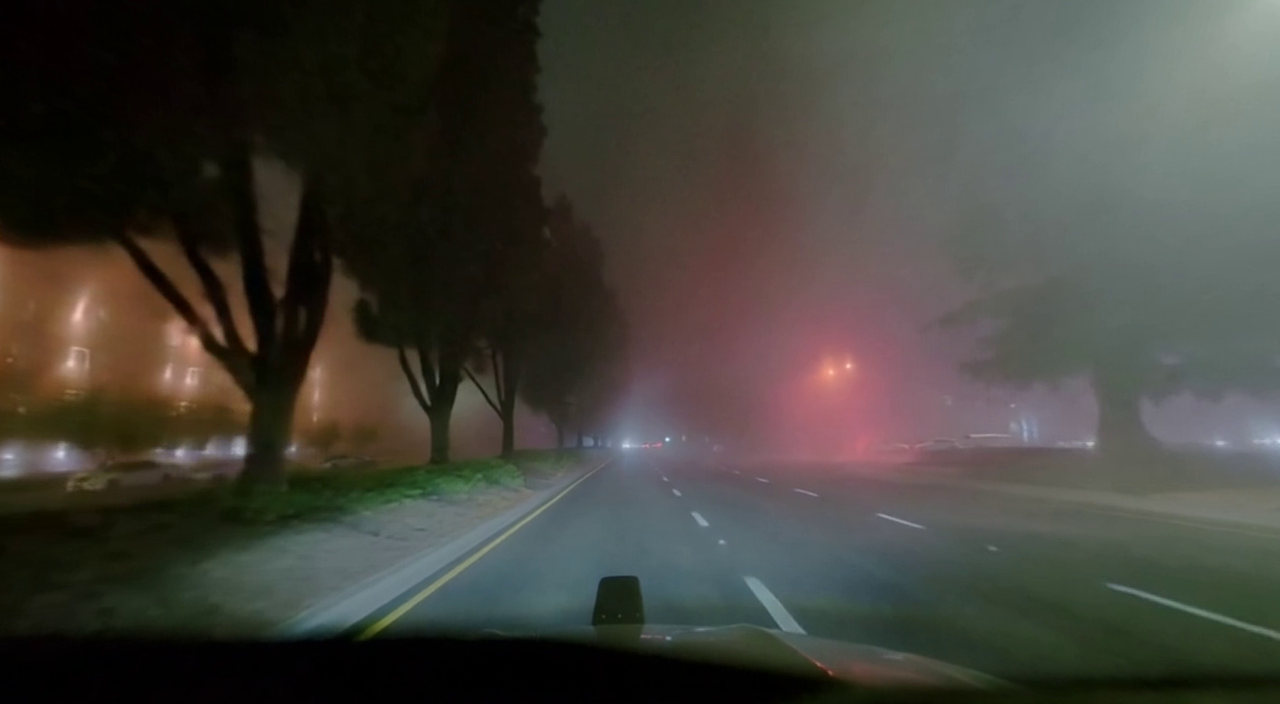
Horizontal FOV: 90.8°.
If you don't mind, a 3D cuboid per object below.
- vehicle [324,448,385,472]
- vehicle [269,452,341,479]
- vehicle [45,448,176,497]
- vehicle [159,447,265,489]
[{"bbox_3d":[-19.731,7.530,43.902,1.920,1.561,4.654,-1,-10,2],"label":"vehicle"},{"bbox_3d":[-20.328,6.852,38.529,1.798,1.487,4.486,0,-8,2],"label":"vehicle"},{"bbox_3d":[-22.038,4.997,26.565,1.863,1.845,4.073,0,-8,1],"label":"vehicle"},{"bbox_3d":[-21.211,5.742,31.604,1.879,1.757,4.656,-2,-7,3],"label":"vehicle"}]
